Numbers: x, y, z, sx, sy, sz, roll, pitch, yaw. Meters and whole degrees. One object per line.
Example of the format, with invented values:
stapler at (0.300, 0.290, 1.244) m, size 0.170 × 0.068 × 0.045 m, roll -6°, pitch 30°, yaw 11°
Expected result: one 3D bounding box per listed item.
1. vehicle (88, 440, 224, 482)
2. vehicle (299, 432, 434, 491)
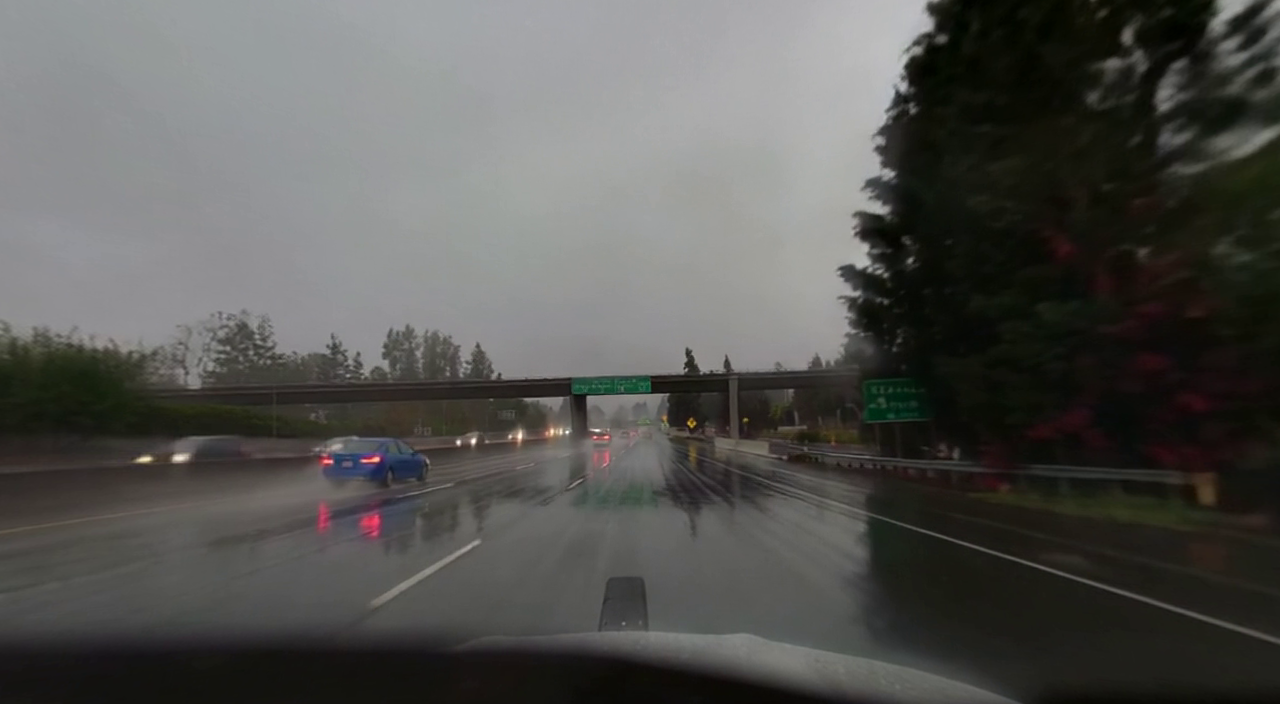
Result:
vehicle at (-18.231, 4.100, 24.056) m, size 1.736 × 1.455 × 4.263 m, roll 0°, pitch -8°, yaw 1°
vehicle at (-7.755, 3.144, 18.418) m, size 1.987 × 1.486 × 4.174 m, roll 0°, pitch -8°, yaw 2°
